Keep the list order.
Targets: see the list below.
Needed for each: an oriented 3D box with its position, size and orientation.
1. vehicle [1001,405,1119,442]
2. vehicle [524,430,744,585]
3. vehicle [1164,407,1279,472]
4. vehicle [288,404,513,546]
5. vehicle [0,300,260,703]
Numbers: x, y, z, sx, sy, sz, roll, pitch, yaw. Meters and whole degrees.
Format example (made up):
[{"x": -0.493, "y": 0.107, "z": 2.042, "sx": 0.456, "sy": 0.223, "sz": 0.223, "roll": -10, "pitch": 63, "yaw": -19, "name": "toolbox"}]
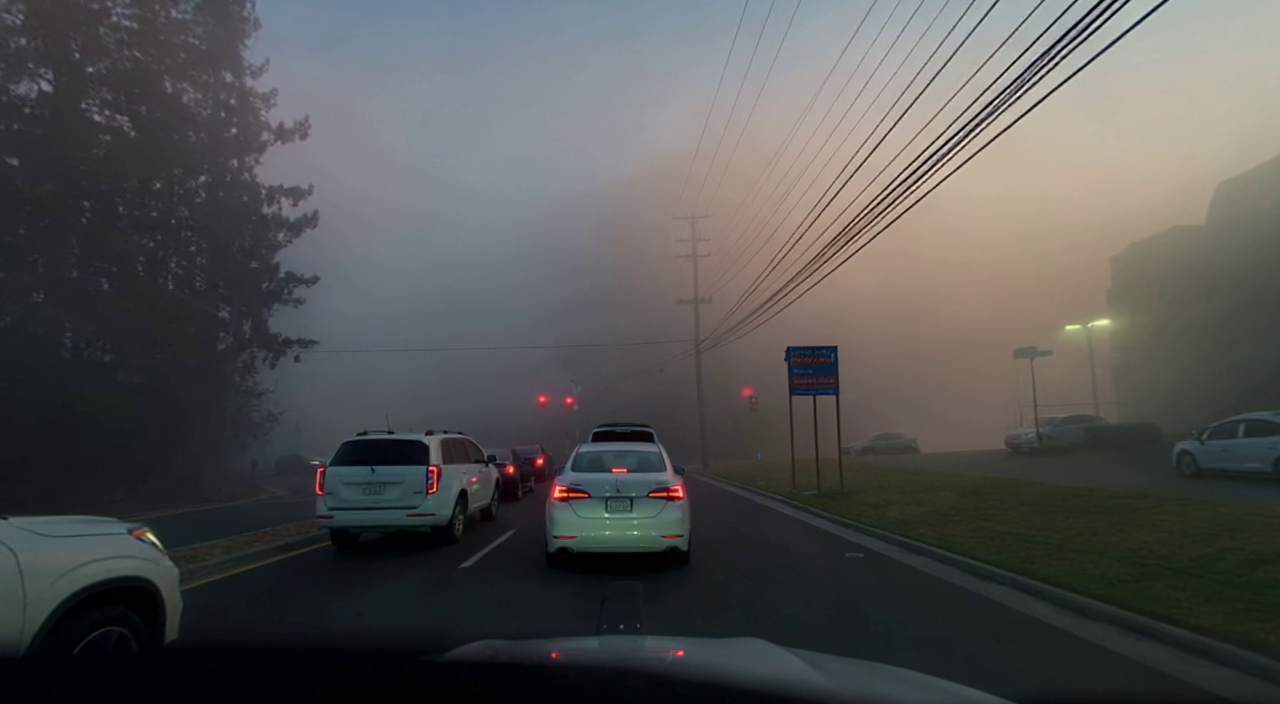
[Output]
[{"x": 26.840, "y": 4.640, "z": 40.523, "sx": 5.782, "sy": 2.286, "sz": 2.223, "roll": -1, "pitch": -9, "yaw": 4, "name": "vehicle"}, {"x": -0.101, "y": 1.800, "z": 8.144, "sx": 2.121, "sy": 1.474, "sz": 3.968, "roll": 0, "pitch": -8, "yaw": -1, "name": "vehicle"}, {"x": 17.014, "y": 2.551, "z": 18.288, "sx": 1.858, "sy": 1.622, "sz": 4.491, "roll": -5, "pitch": -10, "yaw": 28, "name": "vehicle"}, {"x": -3.848, "y": 2.087, "z": 11.368, "sx": 2.147, "sy": 1.963, "sz": 4.927, "roll": 0, "pitch": -8, "yaw": -1, "name": "vehicle"}, {"x": -3.584, "y": 0.635, "z": 1.528, "sx": 2.085, "sy": 1.943, "sz": 5.053, "roll": 0, "pitch": -8, "yaw": 1, "name": "vehicle"}]
